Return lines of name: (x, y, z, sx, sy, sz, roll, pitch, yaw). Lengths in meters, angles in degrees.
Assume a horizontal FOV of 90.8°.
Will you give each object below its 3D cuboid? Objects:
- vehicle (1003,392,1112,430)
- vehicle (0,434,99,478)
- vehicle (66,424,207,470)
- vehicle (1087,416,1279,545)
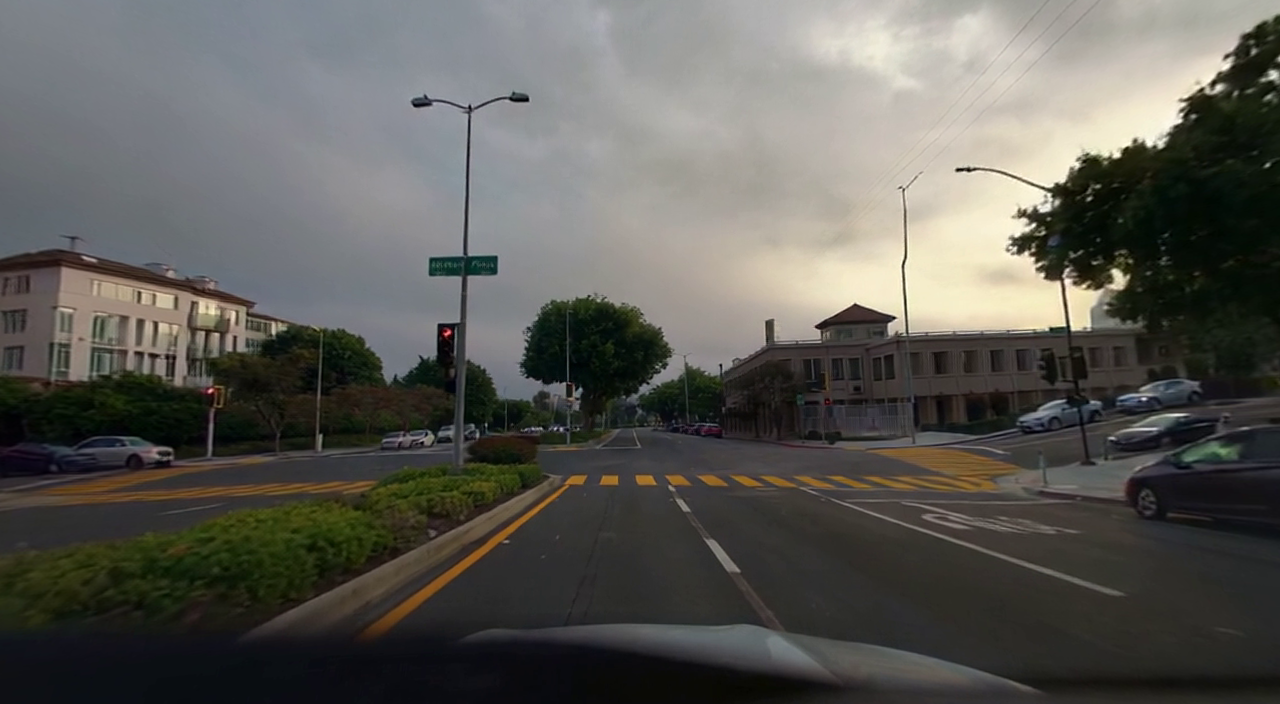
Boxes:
vehicle: (22.122, 3.111, 33.587, 4.531, 1.753, 1.964, -2, -2, -5)
vehicle: (-31.926, 5.463, 32.986, 5.324, 2.098, 2.172, -2, -9, 0)
vehicle: (-26.045, 4.914, 32.825, 5.229, 2.299, 2.366, 0, -8, 1)
vehicle: (9.565, 1.892, 9.673, 1.998, 1.725, 4.564, 0, -8, -1)
